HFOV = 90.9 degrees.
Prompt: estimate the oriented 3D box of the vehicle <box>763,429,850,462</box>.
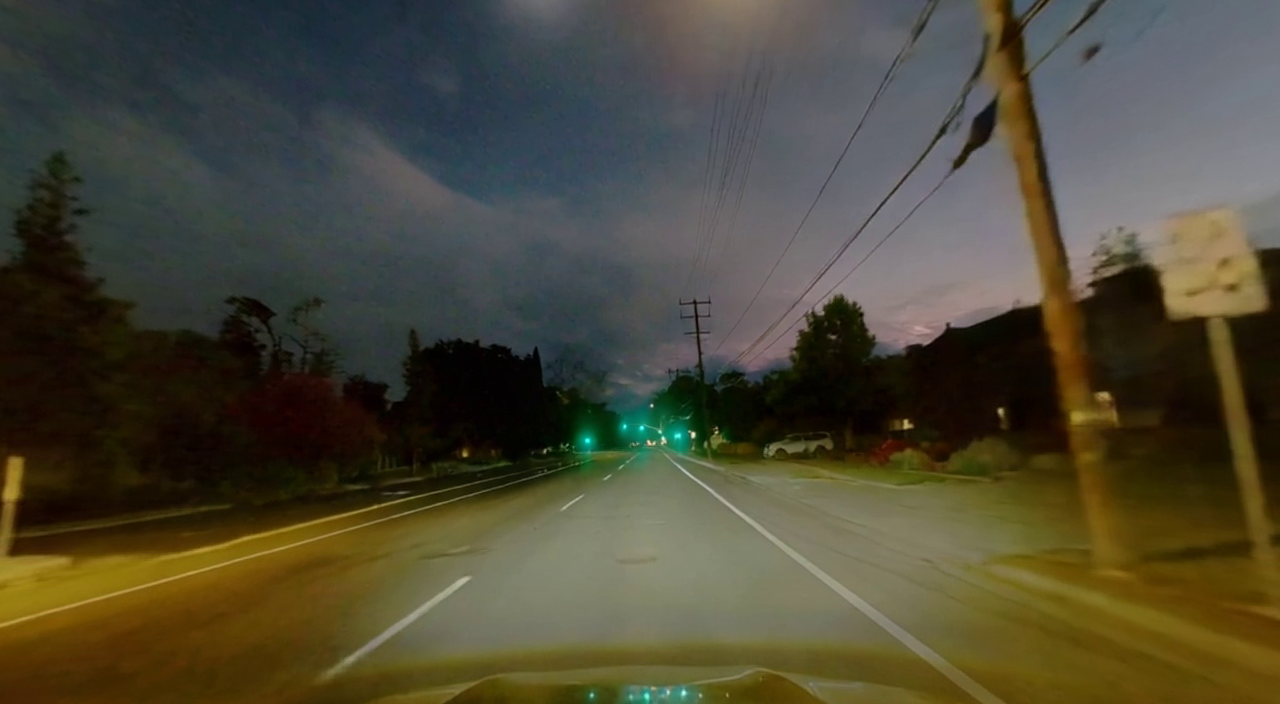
[{"bbox_3d":[9.648,5.497,36.868,4.494,1.850,2.027,0,-9,0],"label":"vehicle"}]
